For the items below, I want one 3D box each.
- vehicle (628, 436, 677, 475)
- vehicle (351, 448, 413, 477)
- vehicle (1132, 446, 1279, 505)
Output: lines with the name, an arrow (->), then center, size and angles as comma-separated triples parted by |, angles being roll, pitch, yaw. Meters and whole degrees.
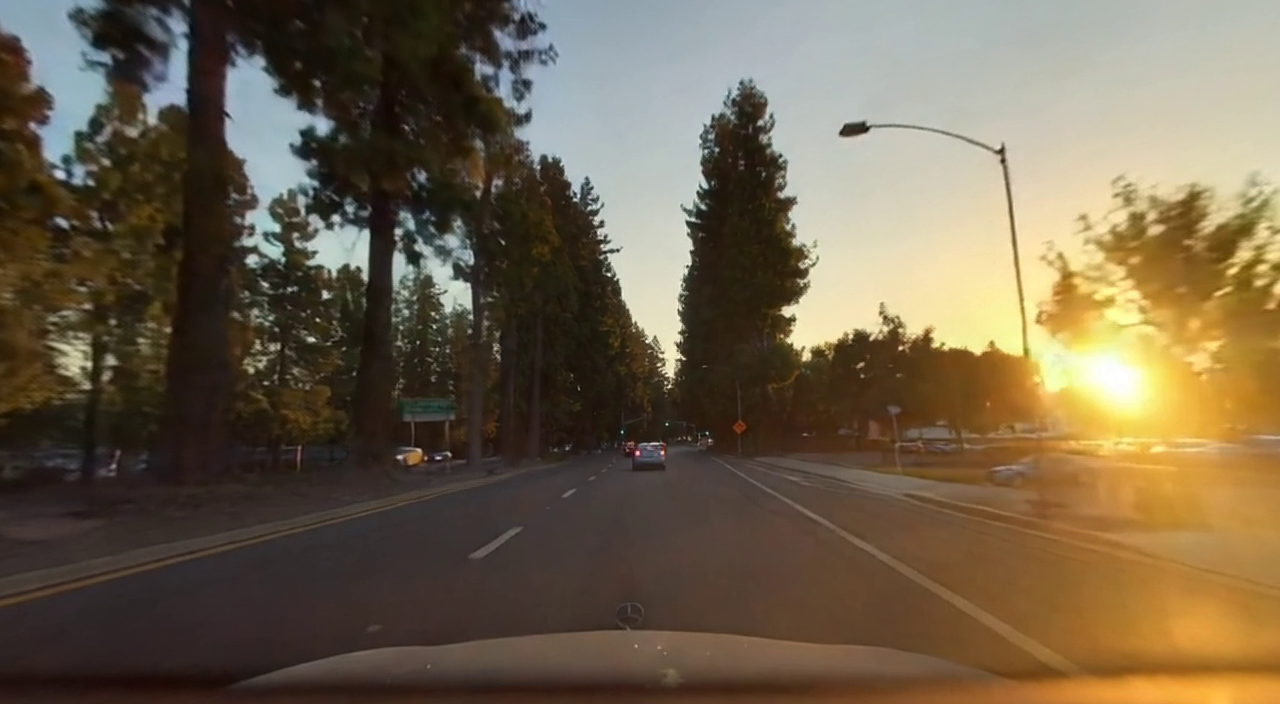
vehicle -> 0.529, 4.856, 29.756 | 2.135, 1.691, 3.884 | 0, -9, -1
vehicle -> -16.544, 7.078, 40.666 | 2.034, 1.725, 4.470 | 0, -9, 0
vehicle -> 15.827, 3.202, 16.609 | 4.205, 1.441, 1.781 | 0, -9, -1
